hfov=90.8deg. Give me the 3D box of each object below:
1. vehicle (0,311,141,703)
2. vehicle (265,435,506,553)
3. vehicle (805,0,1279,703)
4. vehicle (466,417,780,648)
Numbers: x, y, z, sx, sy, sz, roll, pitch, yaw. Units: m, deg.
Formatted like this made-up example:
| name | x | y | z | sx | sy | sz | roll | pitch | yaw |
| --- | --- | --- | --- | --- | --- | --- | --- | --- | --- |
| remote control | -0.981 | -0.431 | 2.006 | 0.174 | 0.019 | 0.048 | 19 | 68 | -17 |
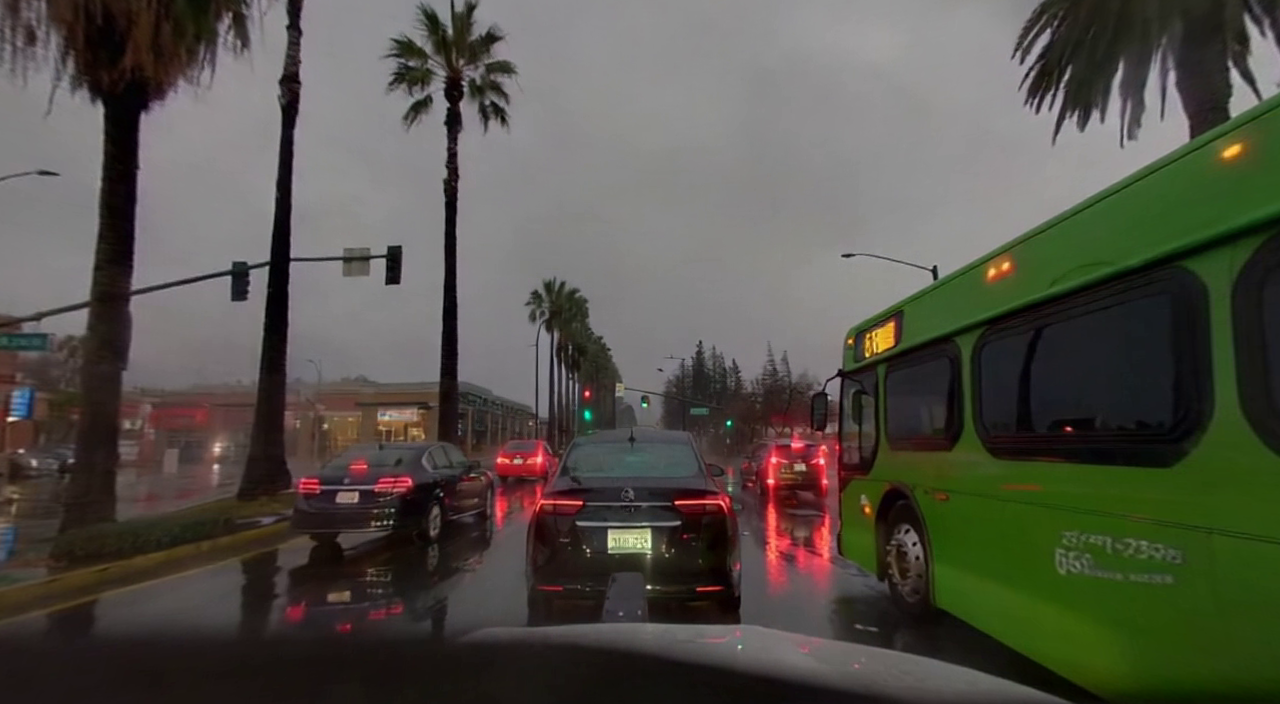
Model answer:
| name | x | y | z | sx | sy | sz | roll | pitch | yaw |
| --- | --- | --- | --- | --- | --- | --- | --- | --- | --- |
| vehicle | -3.562 | 0.483 | 0.491 | 2.145 | 1.824 | 4.974 | 0 | -9 | 2 |
| vehicle | -3.552 | 2.050 | 9.835 | 1.919 | 1.415 | 4.178 | 0 | -9 | 2 |
| vehicle | 3.590 | -0.455 | 1.299 | 3.068 | 4.026 | 13.534 | 0 | -9 | 1 |
| vehicle | -0.124 | 1.478 | 6.148 | 2.060 | 1.499 | 3.831 | 0 | -9 | 0 |
